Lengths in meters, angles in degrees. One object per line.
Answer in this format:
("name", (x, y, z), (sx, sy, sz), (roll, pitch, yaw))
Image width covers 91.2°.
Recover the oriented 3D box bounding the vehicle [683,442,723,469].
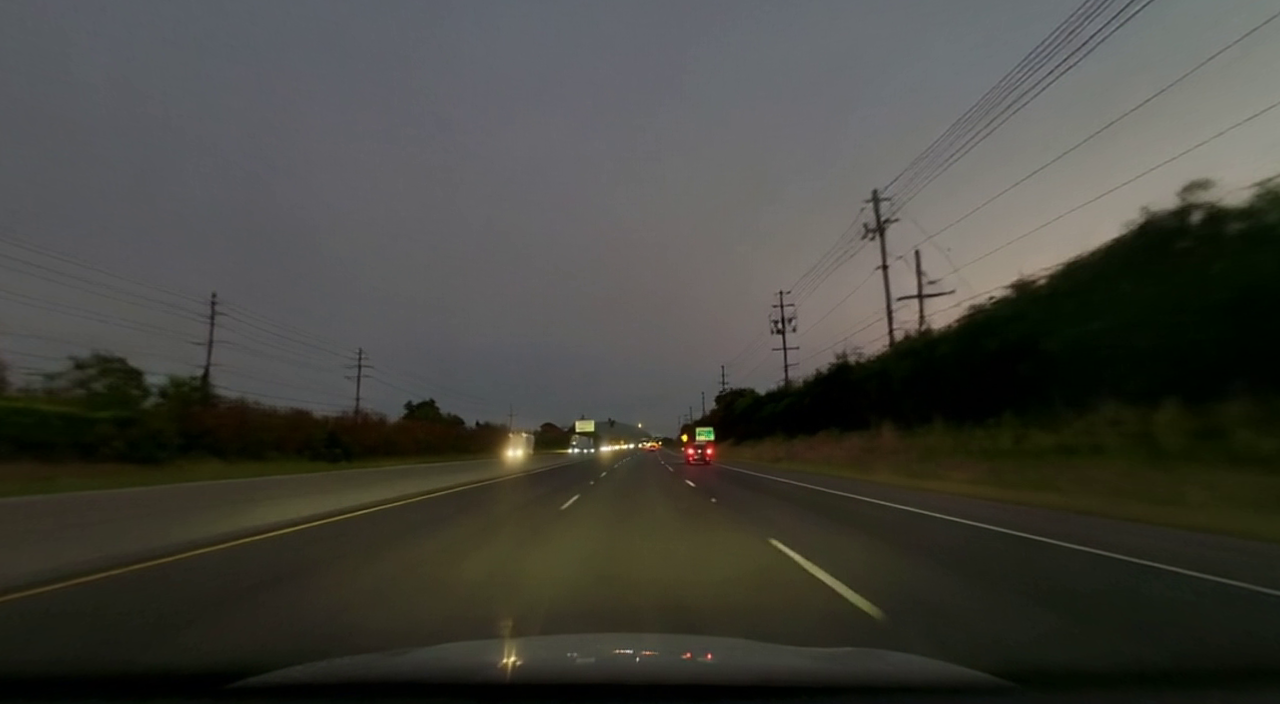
("vehicle", (3.873, 6.436, 39.101), (2.054, 1.565, 4.089), (0, -9, -1))
